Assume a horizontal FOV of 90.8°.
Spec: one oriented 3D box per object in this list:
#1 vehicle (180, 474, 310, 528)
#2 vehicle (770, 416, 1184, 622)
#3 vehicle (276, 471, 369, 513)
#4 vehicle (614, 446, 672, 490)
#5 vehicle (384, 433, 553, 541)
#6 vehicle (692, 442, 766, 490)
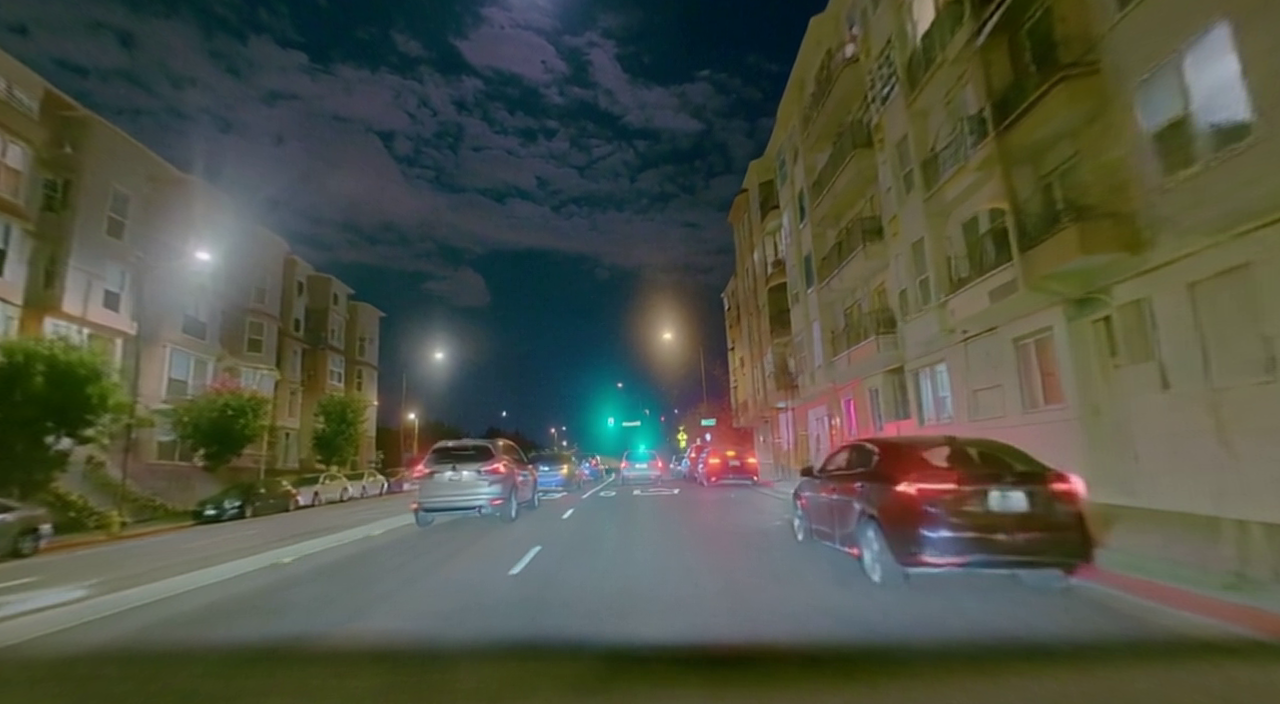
[{"bbox_3d":[-13.929,5.255,22.649,1.844,1.499,4.421,0,-8,-1],"label":"vehicle"},{"bbox_3d":[3.035,1.607,7.175,2.077,1.532,4.694,0,-8,0],"label":"vehicle"},{"bbox_3d":[-13.808,6.103,27.810,1.752,1.479,4.575,0,-8,0],"label":"vehicle"},{"bbox_3d":[0.085,4.306,23.838,2.026,1.496,3.701,0,-8,-1],"label":"vehicle"},{"bbox_3d":[-3.045,2.483,12.335,2.065,1.705,4.353,0,-8,0],"label":"vehicle"},{"bbox_3d":[2.976,3.922,22.084,1.933,1.501,4.349,0,-8,0],"label":"vehicle"}]
